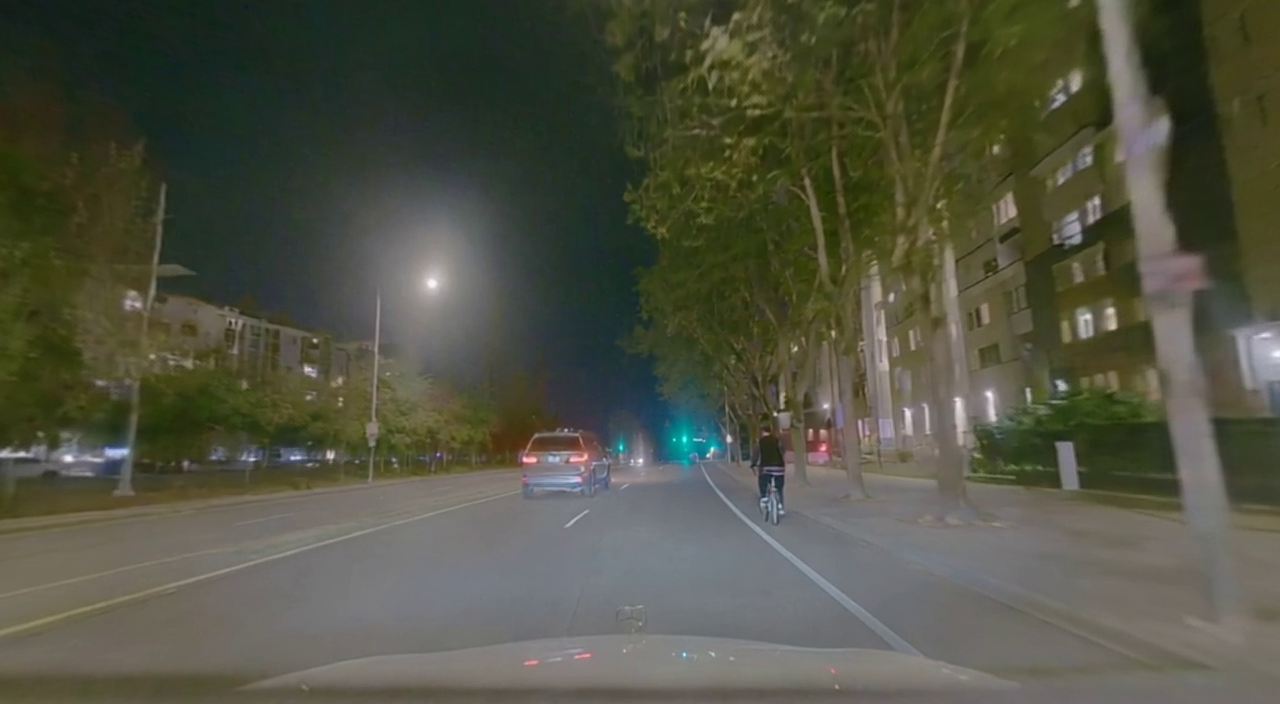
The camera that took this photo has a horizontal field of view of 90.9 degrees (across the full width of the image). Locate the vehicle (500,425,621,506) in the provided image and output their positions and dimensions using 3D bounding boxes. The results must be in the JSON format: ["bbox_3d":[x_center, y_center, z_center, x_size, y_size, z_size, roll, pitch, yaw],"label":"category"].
[{"bbox_3d":[-1.937,3.071,17.314,2.294,1.859,5.127,-1,-9,4],"label":"vehicle"}]
